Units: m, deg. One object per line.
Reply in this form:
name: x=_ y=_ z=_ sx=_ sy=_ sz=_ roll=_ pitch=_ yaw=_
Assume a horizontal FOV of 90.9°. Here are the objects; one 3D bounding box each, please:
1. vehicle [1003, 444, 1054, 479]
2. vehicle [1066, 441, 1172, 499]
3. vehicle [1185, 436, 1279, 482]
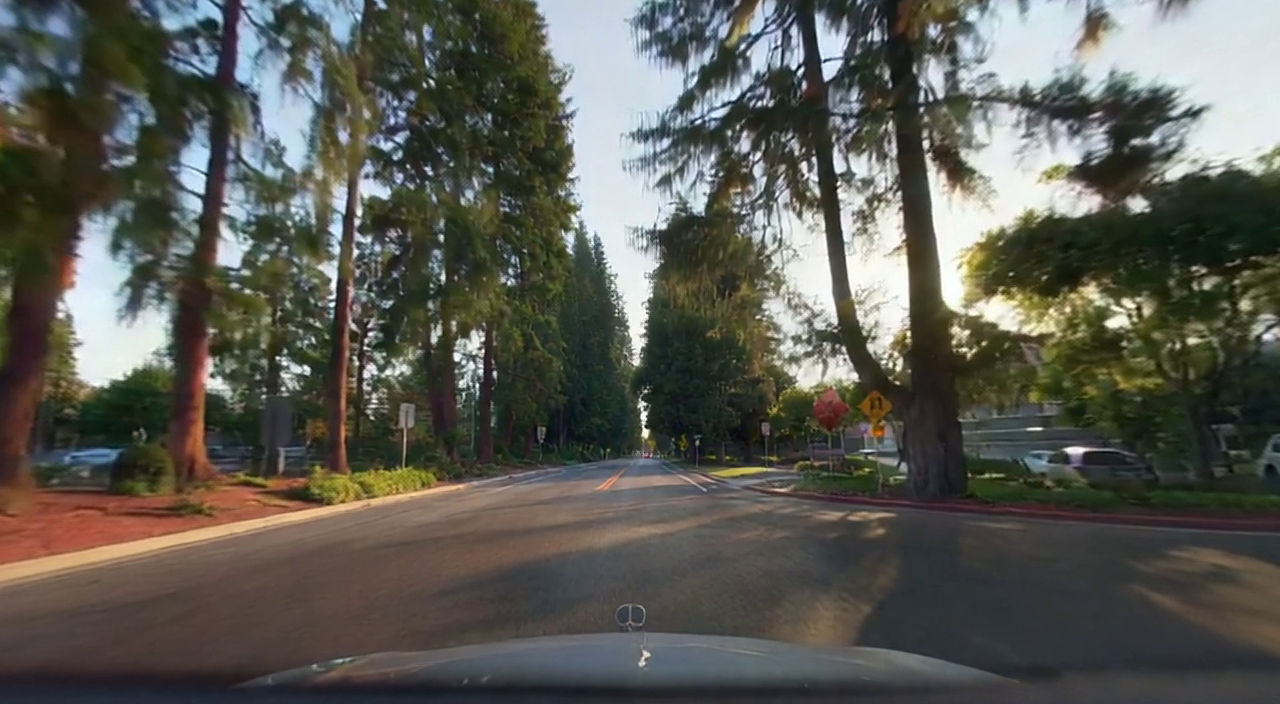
vehicle: x=20.129 y=5.628 z=32.602 sx=1.958 sy=1.644 sz=4.527 roll=-6 pitch=-10 yaw=32
vehicle: x=14.873 y=3.617 z=19.861 sx=2.063 sy=1.588 sz=4.759 roll=-6 pitch=-10 yaw=31
vehicle: x=27.096 y=4.846 z=28.914 sx=2.055 sy=1.899 sz=4.487 roll=-6 pitch=-10 yaw=28
